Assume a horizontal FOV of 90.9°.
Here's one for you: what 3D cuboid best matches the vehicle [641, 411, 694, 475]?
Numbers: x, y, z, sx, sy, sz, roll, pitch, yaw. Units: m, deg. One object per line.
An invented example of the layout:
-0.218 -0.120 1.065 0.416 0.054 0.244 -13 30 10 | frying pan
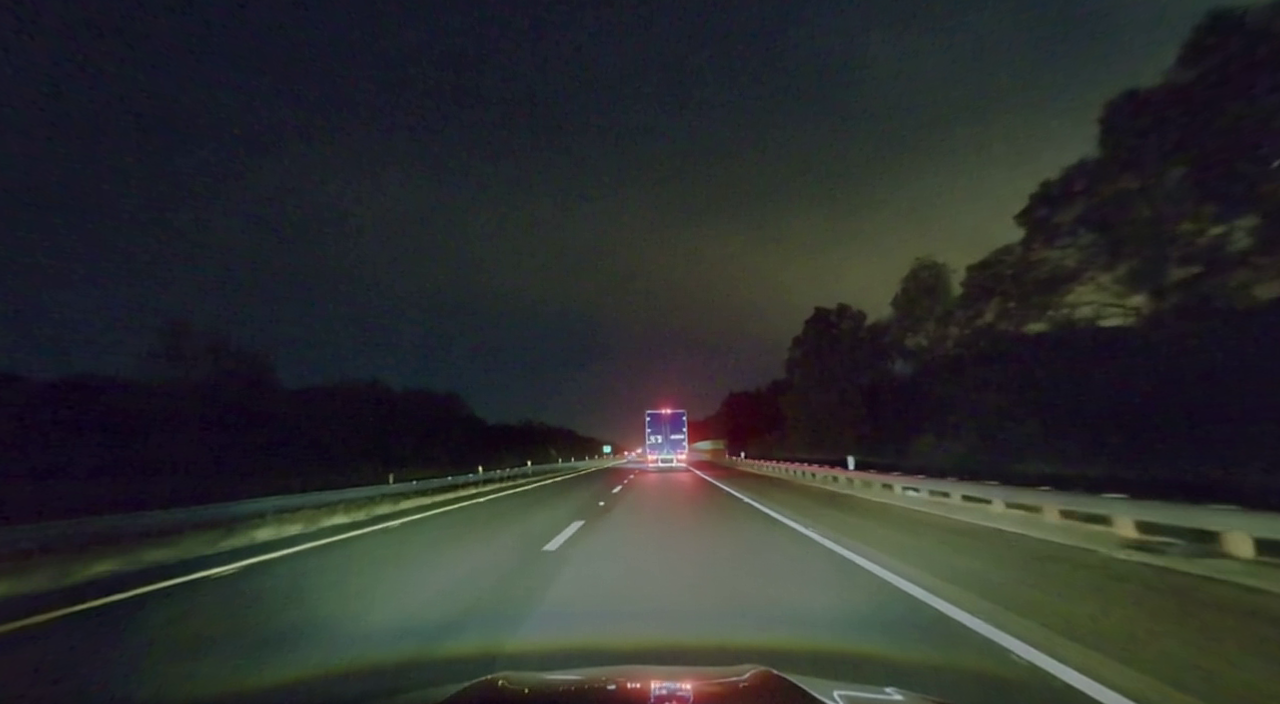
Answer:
1.713 6.221 42.577 3.107 3.718 10.231 0 -9 1 | vehicle
